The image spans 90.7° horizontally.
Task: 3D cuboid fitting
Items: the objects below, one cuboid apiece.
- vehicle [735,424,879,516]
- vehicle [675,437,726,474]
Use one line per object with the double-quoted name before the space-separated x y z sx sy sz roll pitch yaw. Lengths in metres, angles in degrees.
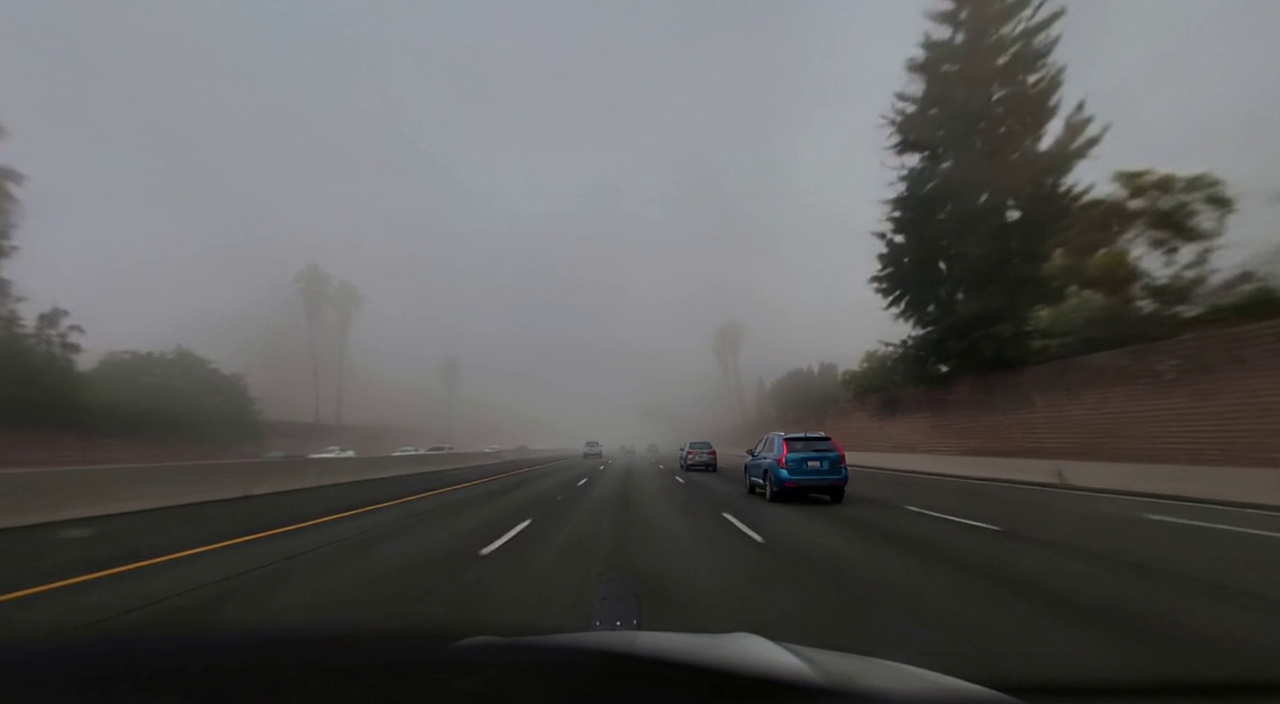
"vehicle" 3.427 2.502 13.916 1.910 1.696 4.187 0 -8 -2
"vehicle" 2.964 5.199 31.993 2.045 1.688 4.313 0 -8 -2
